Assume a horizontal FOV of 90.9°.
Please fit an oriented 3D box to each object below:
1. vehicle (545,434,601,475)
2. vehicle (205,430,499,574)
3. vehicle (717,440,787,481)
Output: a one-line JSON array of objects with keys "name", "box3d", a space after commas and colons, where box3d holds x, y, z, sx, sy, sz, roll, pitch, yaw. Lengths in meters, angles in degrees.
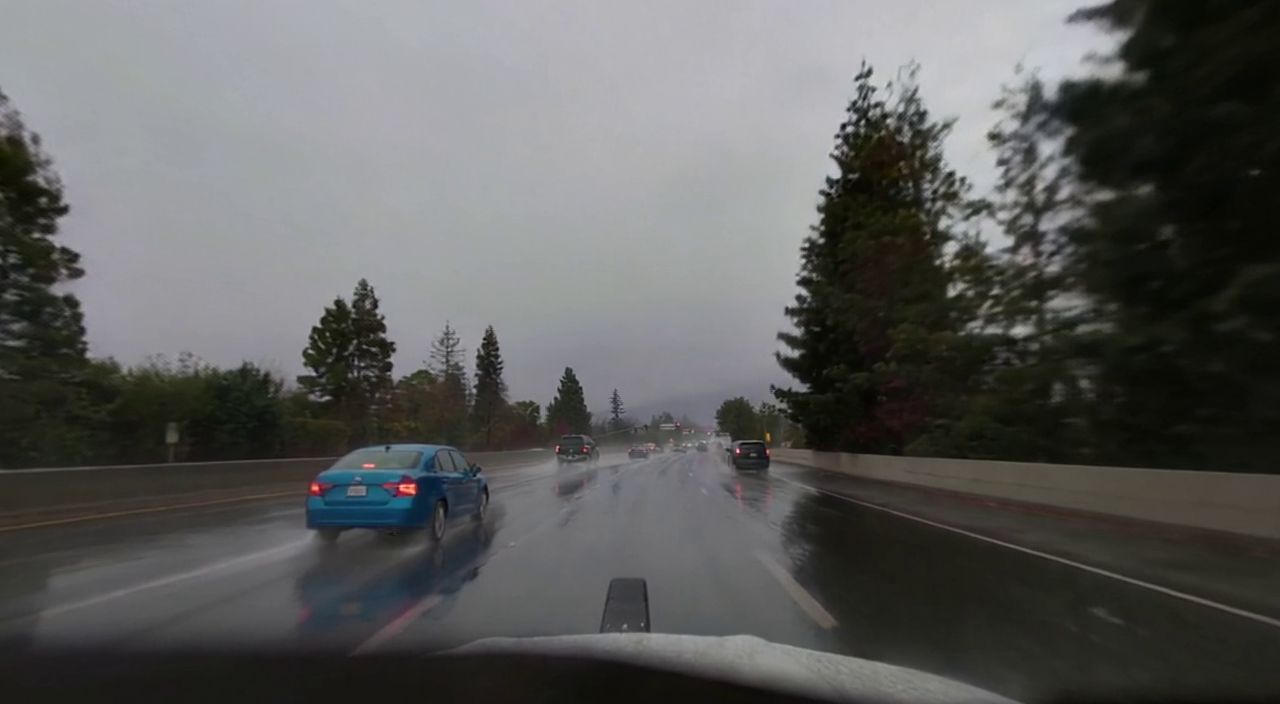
[{"name": "vehicle", "box3d": [-3.163, 4.972, 30.783, 2.122, 1.847, 4.696, 0, -8, 1]}, {"name": "vehicle", "box3d": [-3.512, 1.892, 8.846, 1.948, 1.475, 4.461, 0, -8, 1]}, {"name": "vehicle", "box3d": [4.377, 4.313, 25.327, 2.100, 1.472, 4.533, 0, -8, 1]}]
